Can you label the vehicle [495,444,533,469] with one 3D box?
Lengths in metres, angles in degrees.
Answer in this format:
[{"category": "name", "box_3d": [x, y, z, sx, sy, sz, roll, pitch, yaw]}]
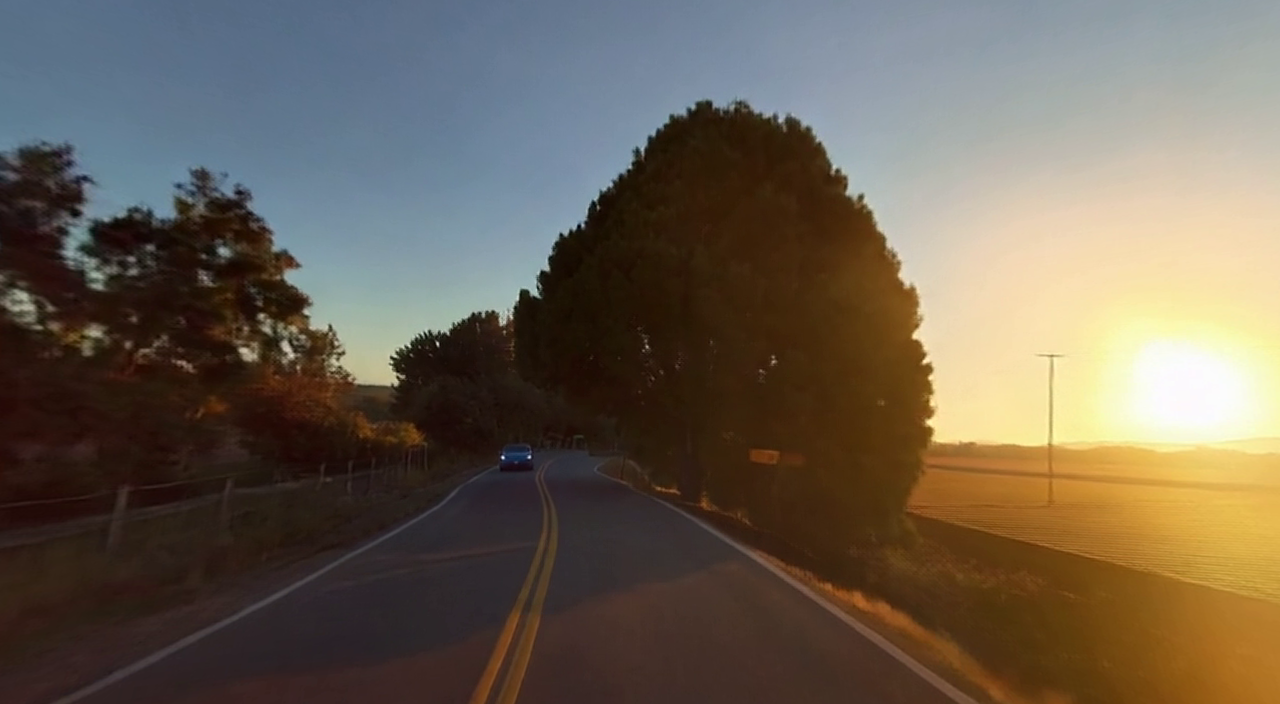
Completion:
[{"category": "vehicle", "box_3d": [-8.137, 6.776, 41.153, 1.987, 1.521, 3.649, 0, -9, -5]}]
